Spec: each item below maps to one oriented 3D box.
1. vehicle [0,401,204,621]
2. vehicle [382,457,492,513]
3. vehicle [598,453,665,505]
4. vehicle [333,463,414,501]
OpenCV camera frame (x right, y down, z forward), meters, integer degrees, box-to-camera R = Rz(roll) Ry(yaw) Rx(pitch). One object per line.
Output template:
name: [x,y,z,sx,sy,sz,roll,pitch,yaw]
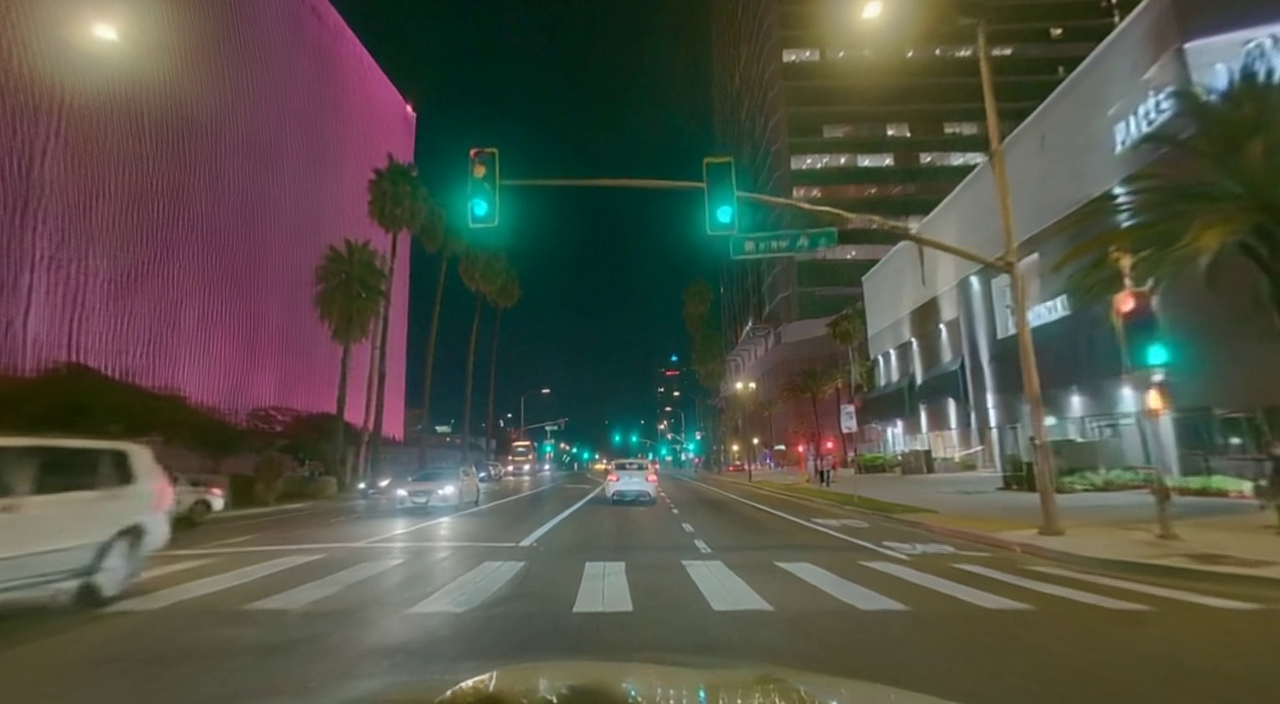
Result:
vehicle: [-6.618,1.404,5.569,2.070,1.893,4.738,0,-9,0]
vehicle: [-6.240,4.111,19.967,1.951,1.476,4.452,-1,-9,1]
vehicle: [-0.298,4.445,22.498,2.145,1.632,3.972,0,-9,-1]
vehicle: [-12.719,6.290,30.418,1.914,1.551,4.634,-4,-12,0]
